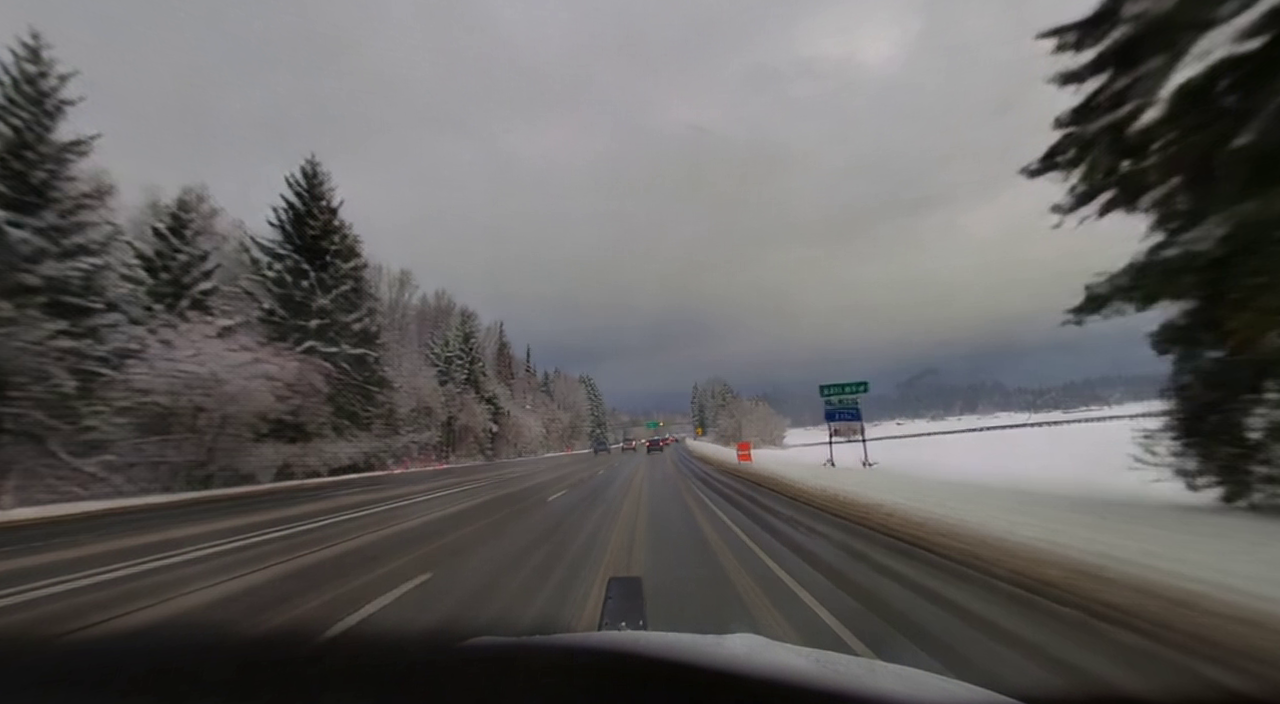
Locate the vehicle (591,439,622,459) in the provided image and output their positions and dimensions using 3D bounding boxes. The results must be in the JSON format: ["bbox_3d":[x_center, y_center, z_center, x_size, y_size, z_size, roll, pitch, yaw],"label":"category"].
[{"bbox_3d":[-2.585,7.593,49.341,2.118,1.475,4.263,0,-8,2],"label":"vehicle"}]
